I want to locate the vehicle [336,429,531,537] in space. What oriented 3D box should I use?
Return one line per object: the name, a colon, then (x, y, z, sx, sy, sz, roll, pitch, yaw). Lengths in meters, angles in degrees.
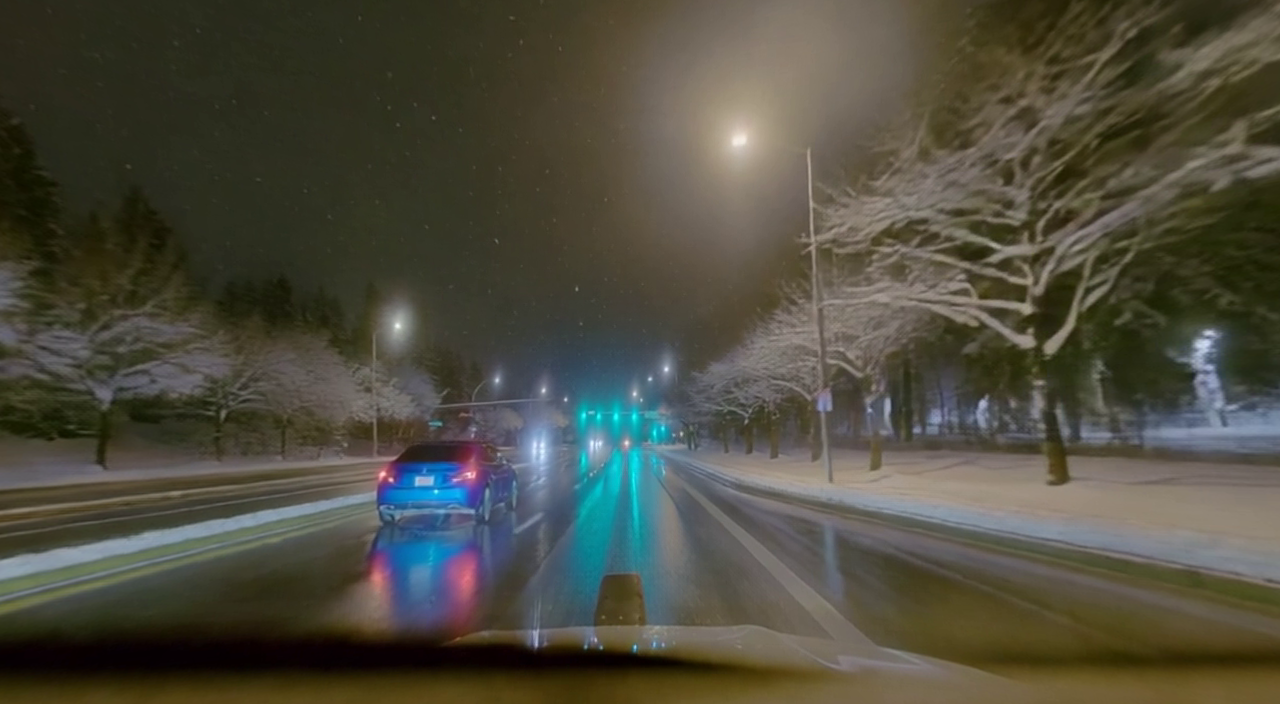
vehicle: (-3.214, 2.111, 10.831, 1.964, 1.472, 4.078, 0, -8, 0)
